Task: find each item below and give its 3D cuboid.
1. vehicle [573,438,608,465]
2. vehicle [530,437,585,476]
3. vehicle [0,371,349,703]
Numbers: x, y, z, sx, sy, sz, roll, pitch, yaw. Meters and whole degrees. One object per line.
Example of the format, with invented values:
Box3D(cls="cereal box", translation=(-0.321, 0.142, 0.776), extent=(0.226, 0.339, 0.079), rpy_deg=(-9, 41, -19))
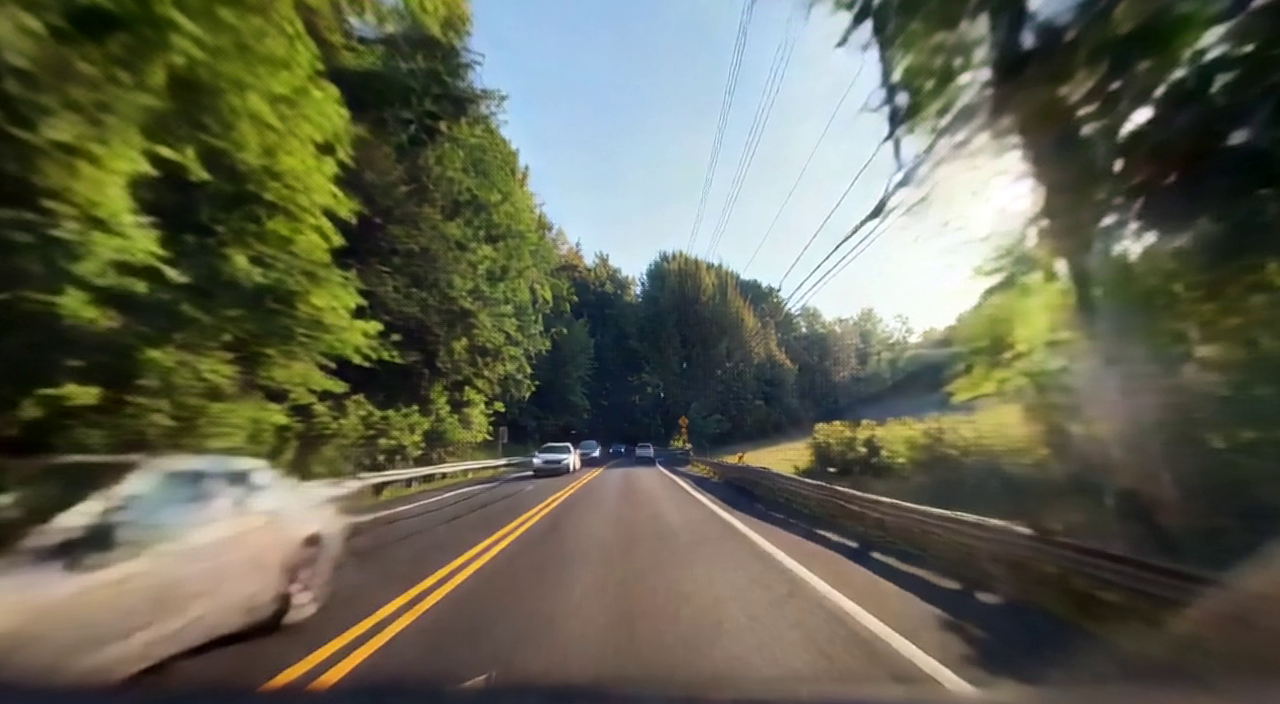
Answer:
Box3D(cls="vehicle", translation=(-3.599, 7.332, 46.674), extent=(2.120, 1.821, 4.650), rpy_deg=(0, -9, 1))
Box3D(cls="vehicle", translation=(-3.894, 5.008, 30.435), extent=(2.013, 1.743, 4.205), rpy_deg=(0, -9, 0))
Box3D(cls="vehicle", translation=(-3.920, 1.143, 4.037), extent=(2.155, 1.727, 4.142), rpy_deg=(0, -9, -1))
